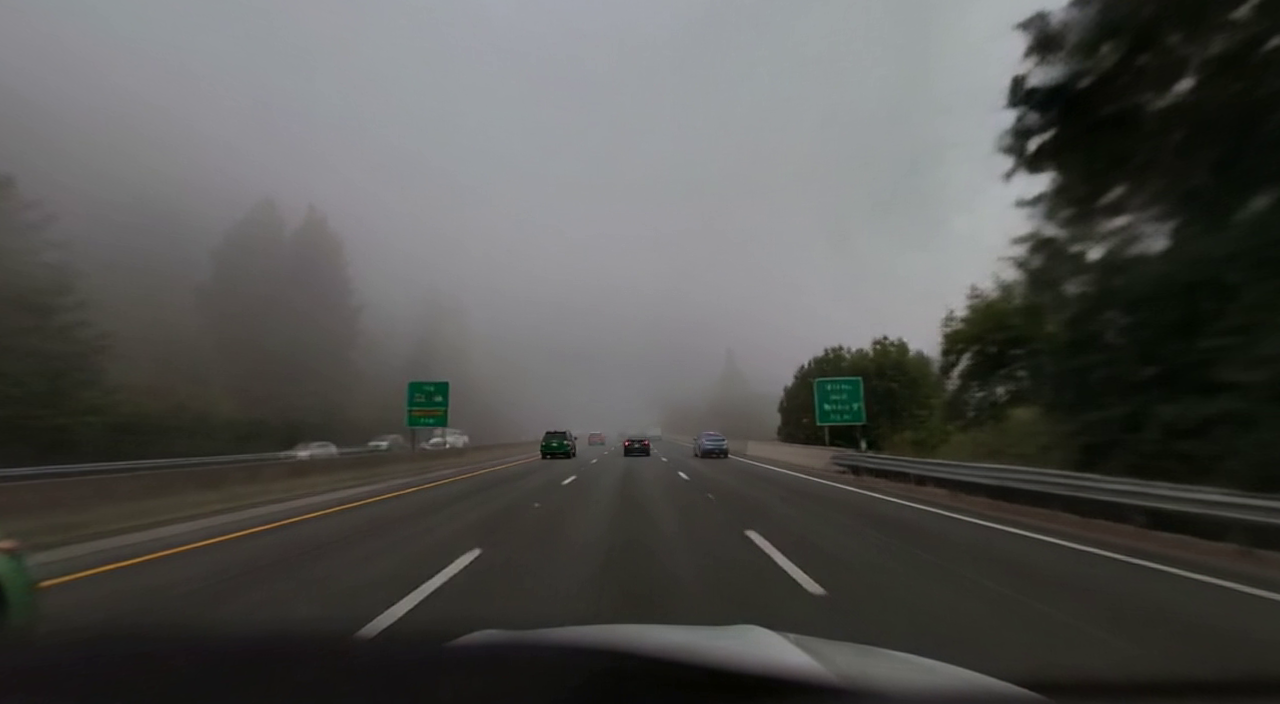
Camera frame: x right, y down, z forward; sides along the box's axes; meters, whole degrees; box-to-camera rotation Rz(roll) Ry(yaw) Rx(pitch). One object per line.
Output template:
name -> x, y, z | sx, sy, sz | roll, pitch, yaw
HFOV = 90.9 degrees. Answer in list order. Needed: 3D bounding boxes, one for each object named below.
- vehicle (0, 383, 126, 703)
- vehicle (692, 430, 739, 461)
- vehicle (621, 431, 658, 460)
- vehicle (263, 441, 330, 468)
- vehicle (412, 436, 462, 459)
vehicle -> -3.675, 0.652, 0.827 | 2.023, 1.512, 4.804 | 0, -8, -1
vehicle -> 3.863, 4.853, 32.828 | 1.841, 1.491, 3.869 | 0, -8, -2
vehicle -> -0.061, 5.015, 34.123 | 1.869, 1.466, 3.356 | 0, -8, -1
vehicle -> -20.909, 6.238, 38.590 | 1.890, 1.473, 3.920 | -1, -8, 0
vehicle -> -13.982, 6.566, 43.731 | 1.926, 1.483, 4.717 | 0, -8, -1
